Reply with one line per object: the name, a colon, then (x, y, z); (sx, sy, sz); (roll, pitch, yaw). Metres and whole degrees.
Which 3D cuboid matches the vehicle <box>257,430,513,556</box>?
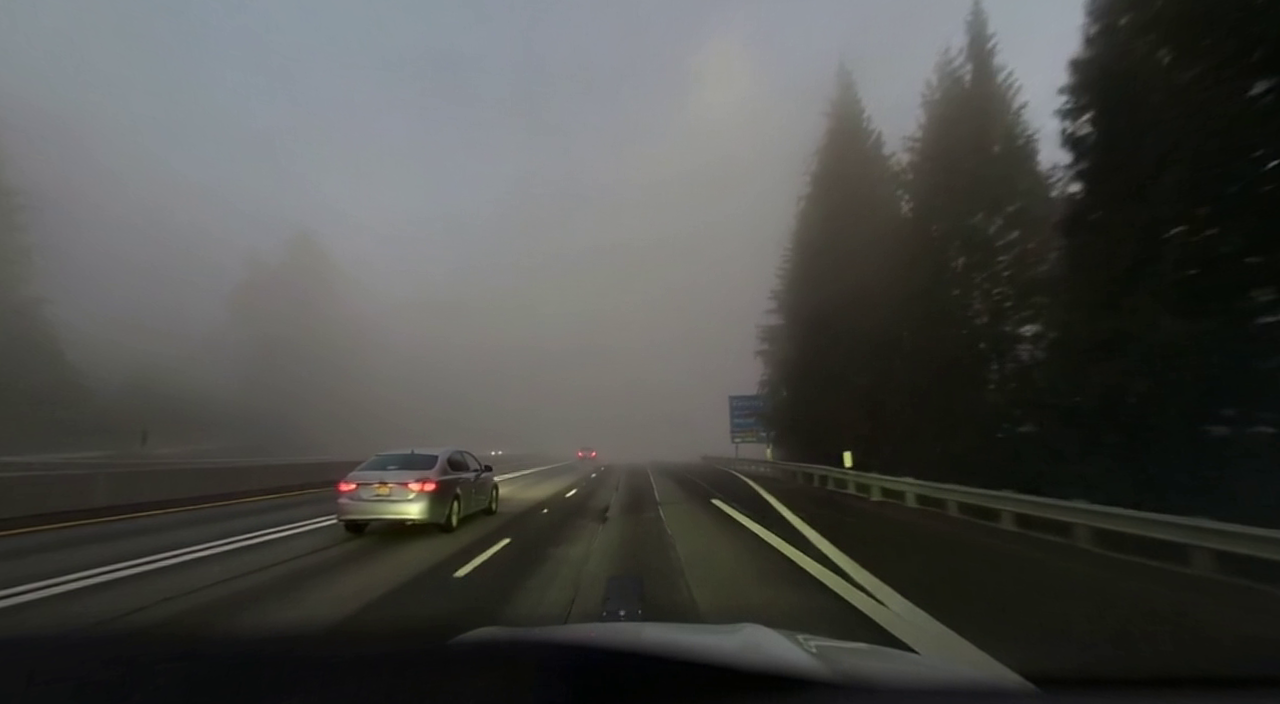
vehicle: (-3.760, 2.193, 10.614); (2.184, 1.574, 5.004); (0, -9, 1)
